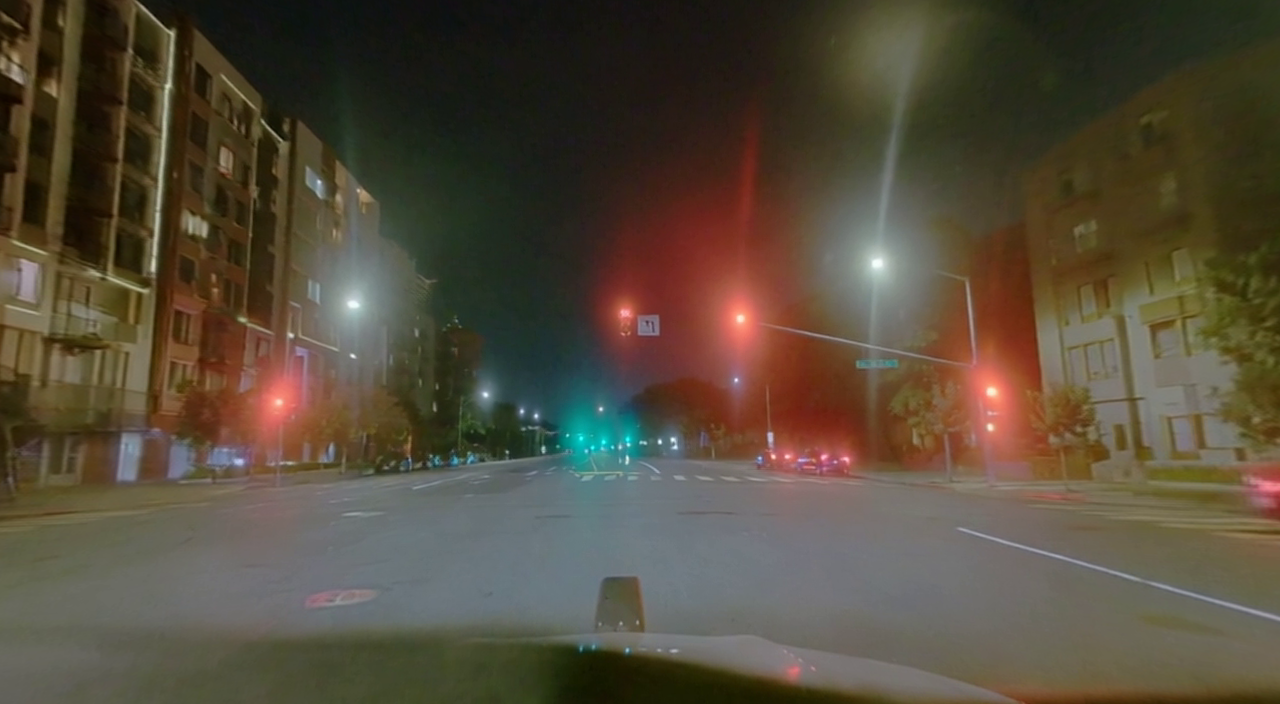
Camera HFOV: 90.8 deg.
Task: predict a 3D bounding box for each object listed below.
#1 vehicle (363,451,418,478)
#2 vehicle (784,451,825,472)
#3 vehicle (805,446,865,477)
[{"bbox_3d":[-17.052,7.706,43.442,2.075,1.708,4.335,0,-8,-2],"label":"vehicle"},{"bbox_3d":[12.298,8.213,47.393,1.802,1.444,4.318,0,-8,-2],"label":"vehicle"},{"bbox_3d":[12.526,7.030,40.872,2.181,1.876,4.723,1,-8,-2],"label":"vehicle"}]
